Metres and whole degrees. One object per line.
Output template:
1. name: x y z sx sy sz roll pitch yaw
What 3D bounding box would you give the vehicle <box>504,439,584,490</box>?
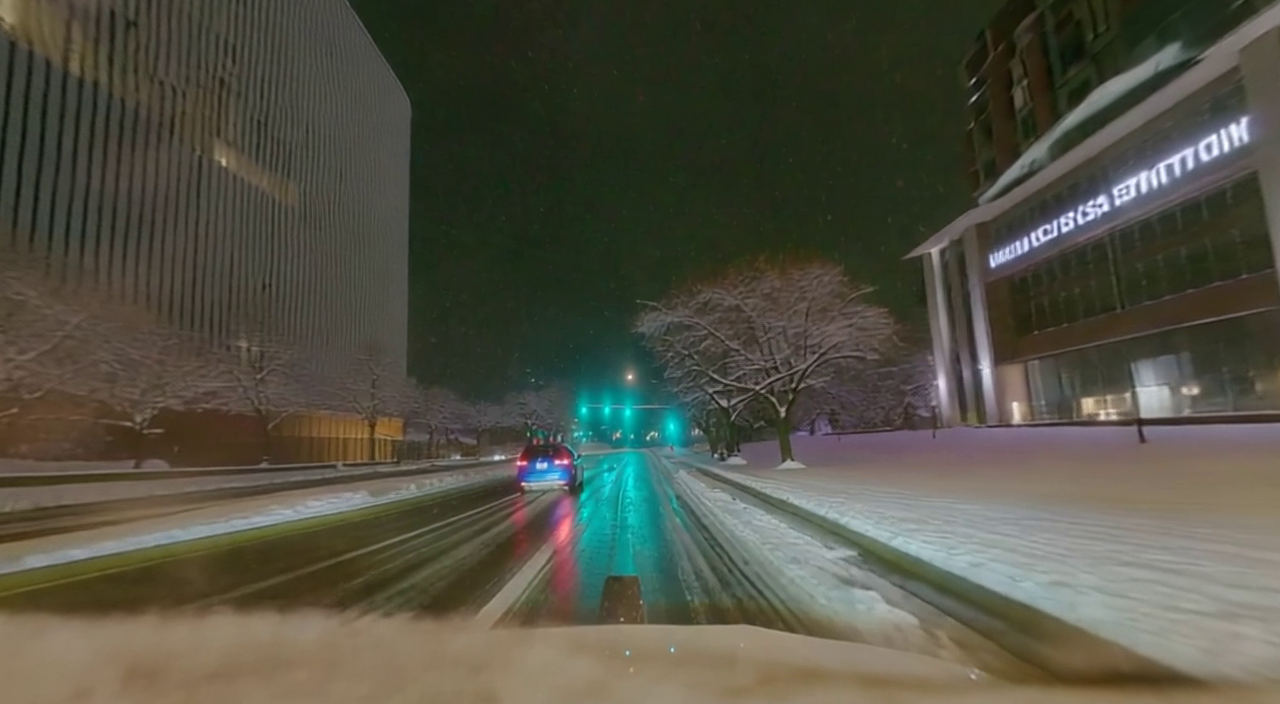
1. vehicle: -3.116 3.753 21.370 1.971 1.486 4.380 -1 -8 1
